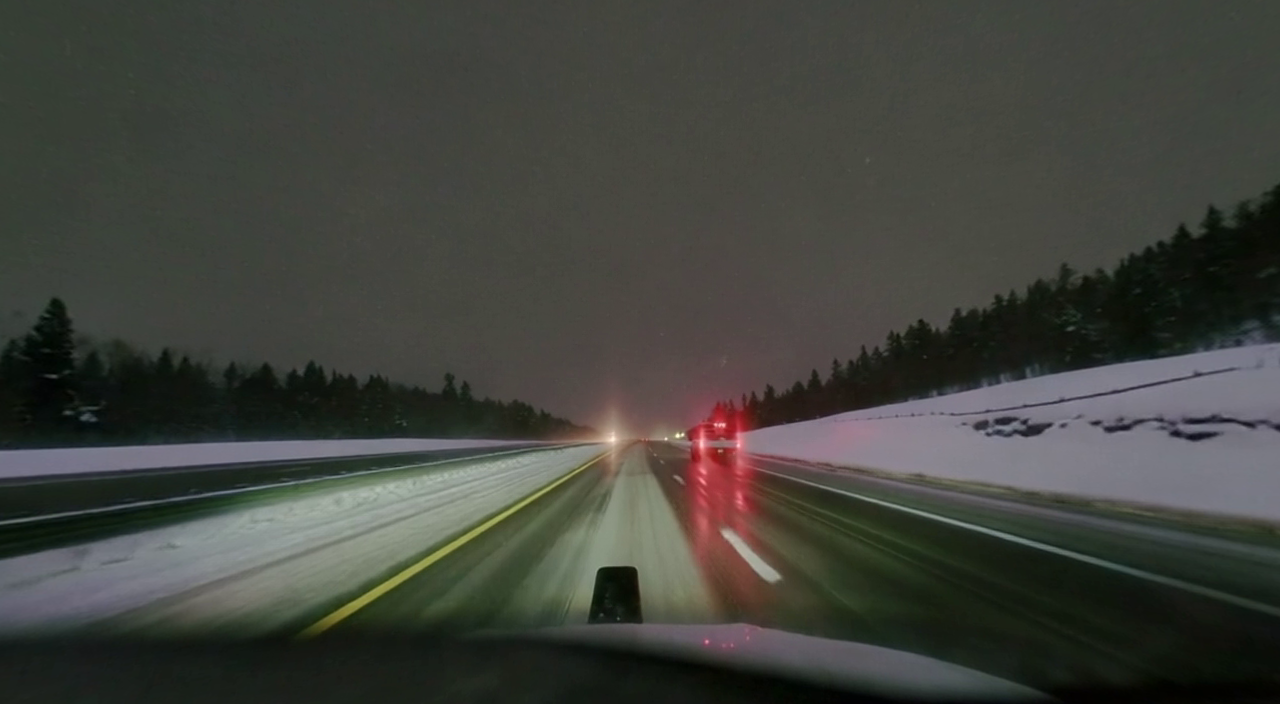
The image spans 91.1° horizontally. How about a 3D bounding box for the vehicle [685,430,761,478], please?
[{"bbox_3d":[2.943,3.712,23.274,2.084,1.583,4.420,0,-8,-1],"label":"vehicle"}]
